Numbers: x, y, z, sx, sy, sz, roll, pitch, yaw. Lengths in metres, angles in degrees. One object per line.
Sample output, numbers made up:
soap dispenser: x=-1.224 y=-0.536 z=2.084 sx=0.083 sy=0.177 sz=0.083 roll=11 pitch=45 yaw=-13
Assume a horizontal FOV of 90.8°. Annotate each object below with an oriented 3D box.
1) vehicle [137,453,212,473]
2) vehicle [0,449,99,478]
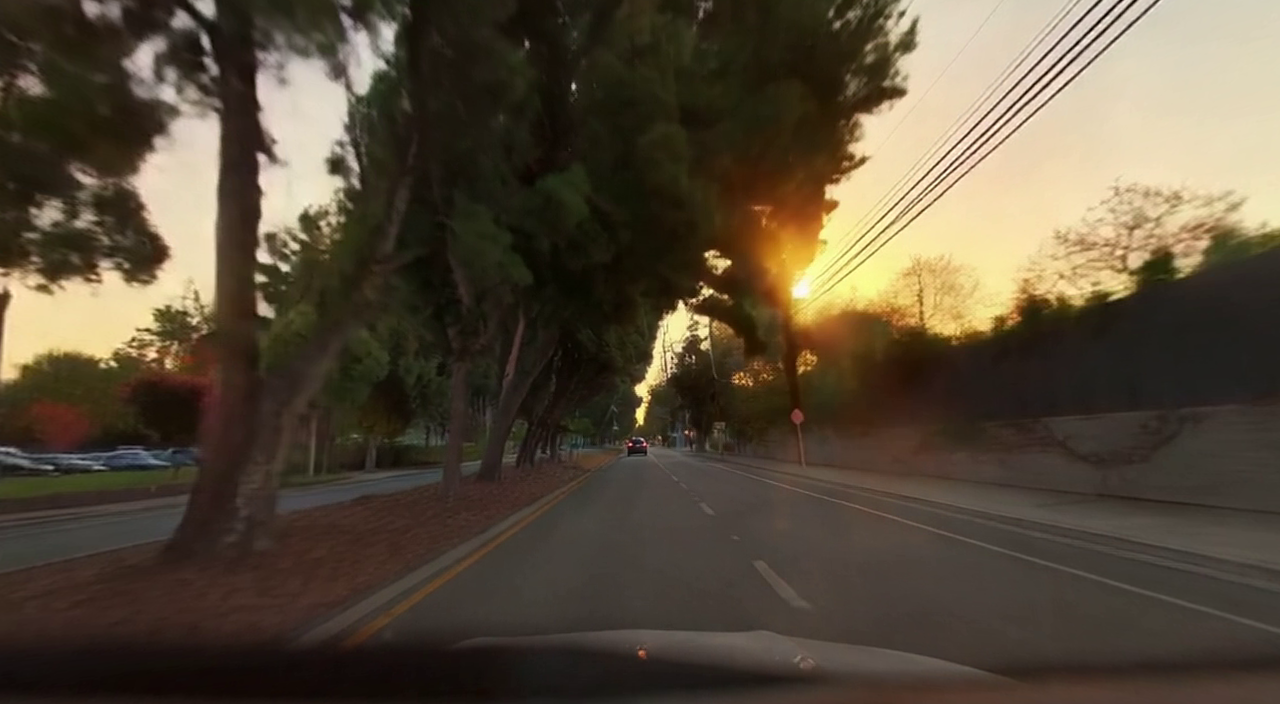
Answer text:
vehicle: x=-33.903 y=8.079 z=46.095 sx=4.035 sy=1.392 sz=1.952 roll=-1 pitch=-9 yaw=6
vehicle: x=-33.372 y=6.220 z=35.450 sx=4.207 sy=1.518 sz=1.948 roll=-1 pitch=-8 yaw=1
